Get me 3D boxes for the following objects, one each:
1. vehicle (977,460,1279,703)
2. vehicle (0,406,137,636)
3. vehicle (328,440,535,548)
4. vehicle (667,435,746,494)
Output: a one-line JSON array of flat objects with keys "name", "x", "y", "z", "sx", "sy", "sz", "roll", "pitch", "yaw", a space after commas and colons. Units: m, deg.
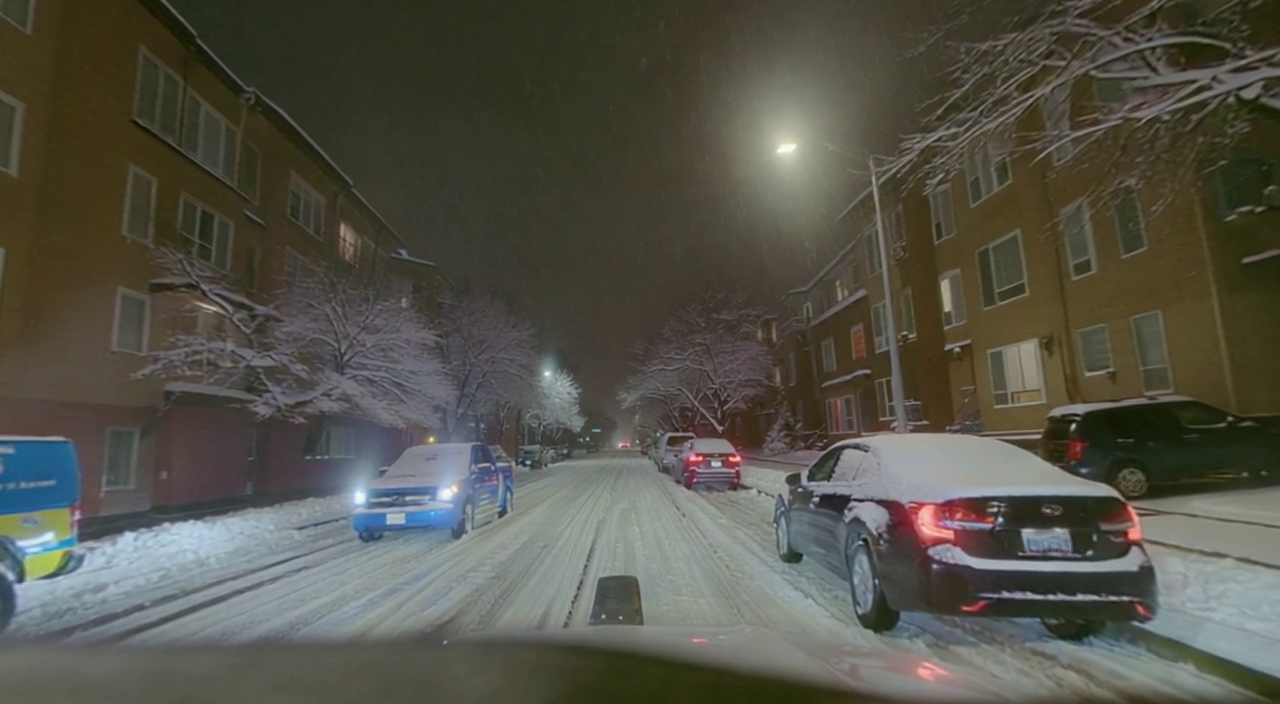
[{"name": "vehicle", "x": 2.506, "y": 0.859, "z": 0.792, "sx": 1.720, "sy": 1.333, "sz": 4.233, "roll": 0, "pitch": -8, "yaw": -2}, {"name": "vehicle", "x": -6.420, "y": 1.232, "z": 3.605, "sx": 2.308, "sy": 1.877, "sz": 6.060, "roll": -4, "pitch": -8, "yaw": -2}, {"name": "vehicle", "x": -3.344, "y": 2.348, "z": 11.243, "sx": 1.966, "sy": 1.515, "sz": 4.394, "roll": -1, "pitch": -8, "yaw": 3}, {"name": "vehicle", "x": 2.012, "y": 3.538, "z": 20.222, "sx": 1.878, "sy": 1.664, "sz": 4.033, "roll": 1, "pitch": -8, "yaw": -3}]
